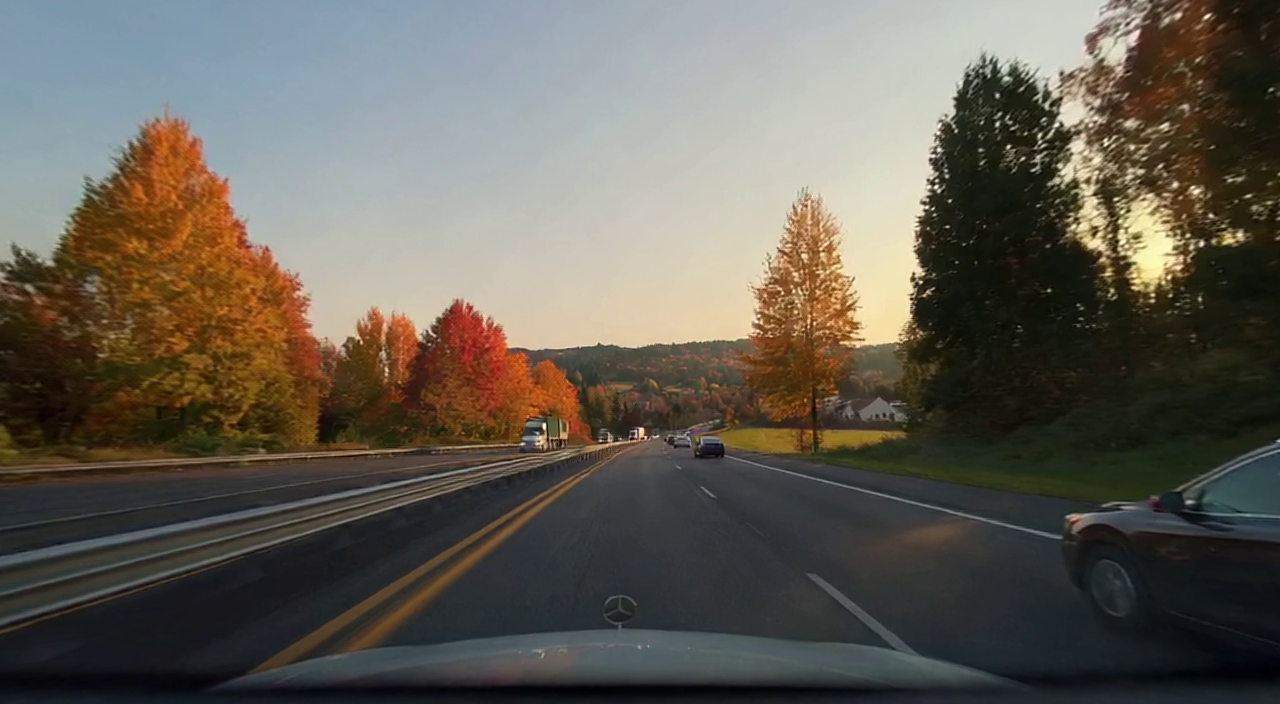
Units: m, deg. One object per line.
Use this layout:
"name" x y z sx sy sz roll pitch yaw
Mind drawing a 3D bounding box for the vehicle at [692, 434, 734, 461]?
"vehicle" 4.332 5.759 37.886 2.024 1.516 4.197 0 -8 0

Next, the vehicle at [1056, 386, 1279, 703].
"vehicle" 3.948 0.851 2.328 2.023 1.545 4.029 0 -8 0
